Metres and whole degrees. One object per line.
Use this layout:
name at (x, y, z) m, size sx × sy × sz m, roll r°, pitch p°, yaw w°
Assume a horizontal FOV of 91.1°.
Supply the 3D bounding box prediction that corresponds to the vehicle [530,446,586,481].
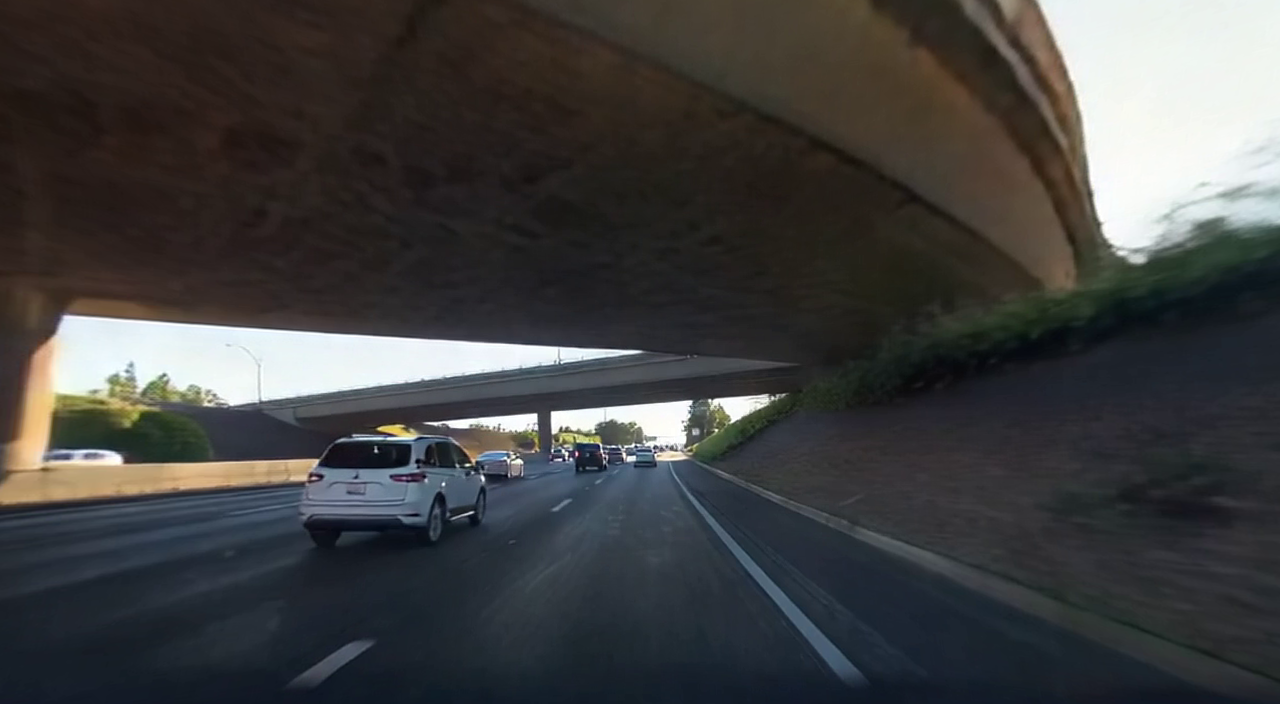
vehicle at (-3.829, 5.281, 30.027) m, size 1.997 × 1.490 × 4.471 m, roll 0°, pitch -8°, yaw 1°

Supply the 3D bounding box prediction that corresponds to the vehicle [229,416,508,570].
vehicle at (-3.616, 1.956, 9.545) m, size 2.161 × 1.759 × 4.482 m, roll 0°, pitch -8°, yaw 1°

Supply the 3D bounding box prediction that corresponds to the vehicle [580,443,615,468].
vehicle at (-3.186, 7.888, 48.114) m, size 2.237 × 1.841 × 4.683 m, roll 0°, pitch -8°, yaw 1°

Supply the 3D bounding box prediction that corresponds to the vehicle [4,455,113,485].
vehicle at (-32.282, 6.533, 35.041) m, size 1.859 × 1.490 × 4.356 m, roll 0°, pitch -8°, yaw 1°

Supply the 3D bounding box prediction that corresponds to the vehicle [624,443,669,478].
vehicle at (0.295, 5.523, 32.287) m, size 2.160 × 1.678 × 4.178 m, roll 0°, pitch -8°, yaw 0°
